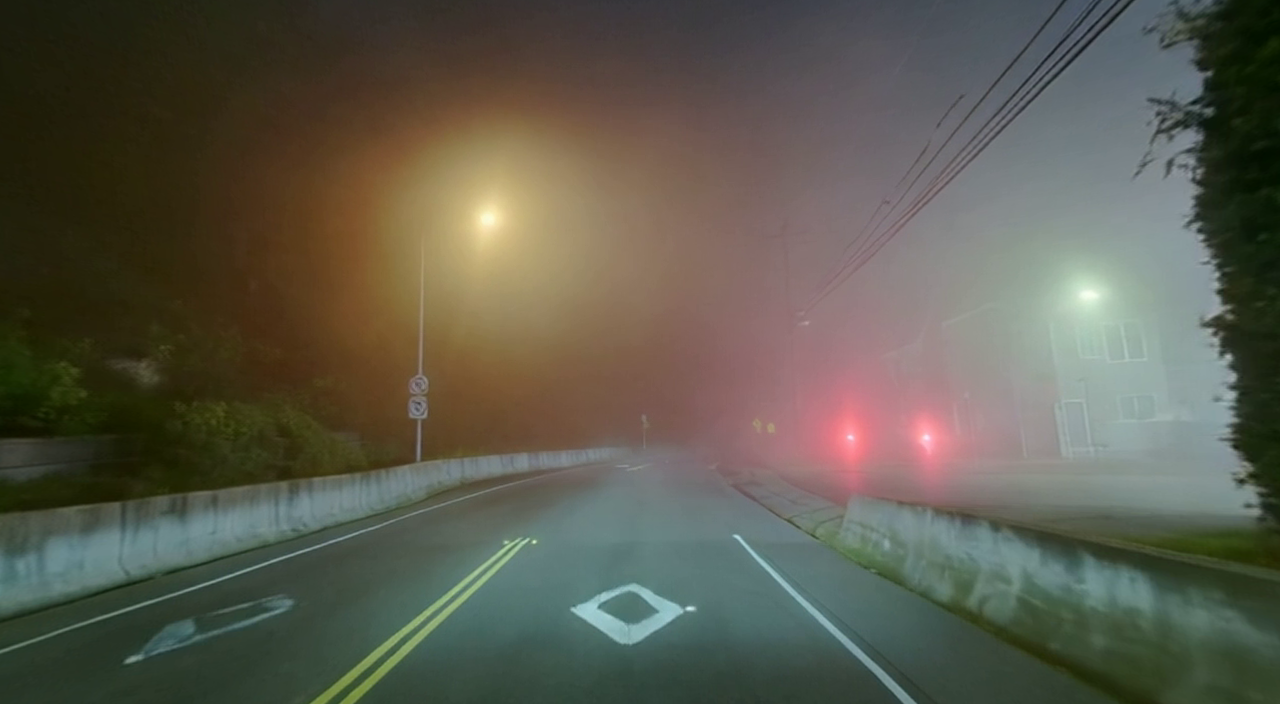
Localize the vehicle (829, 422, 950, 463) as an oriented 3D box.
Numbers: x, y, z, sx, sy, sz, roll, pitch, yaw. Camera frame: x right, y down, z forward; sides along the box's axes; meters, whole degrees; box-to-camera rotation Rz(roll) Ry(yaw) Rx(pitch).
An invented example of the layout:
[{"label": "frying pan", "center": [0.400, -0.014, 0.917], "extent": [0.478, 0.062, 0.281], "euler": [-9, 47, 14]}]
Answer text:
[{"label": "vehicle", "center": [11.002, 4.042, 28.119], "extent": [4.614, 1.764, 1.860], "euler": [-1, -8, 6]}]
